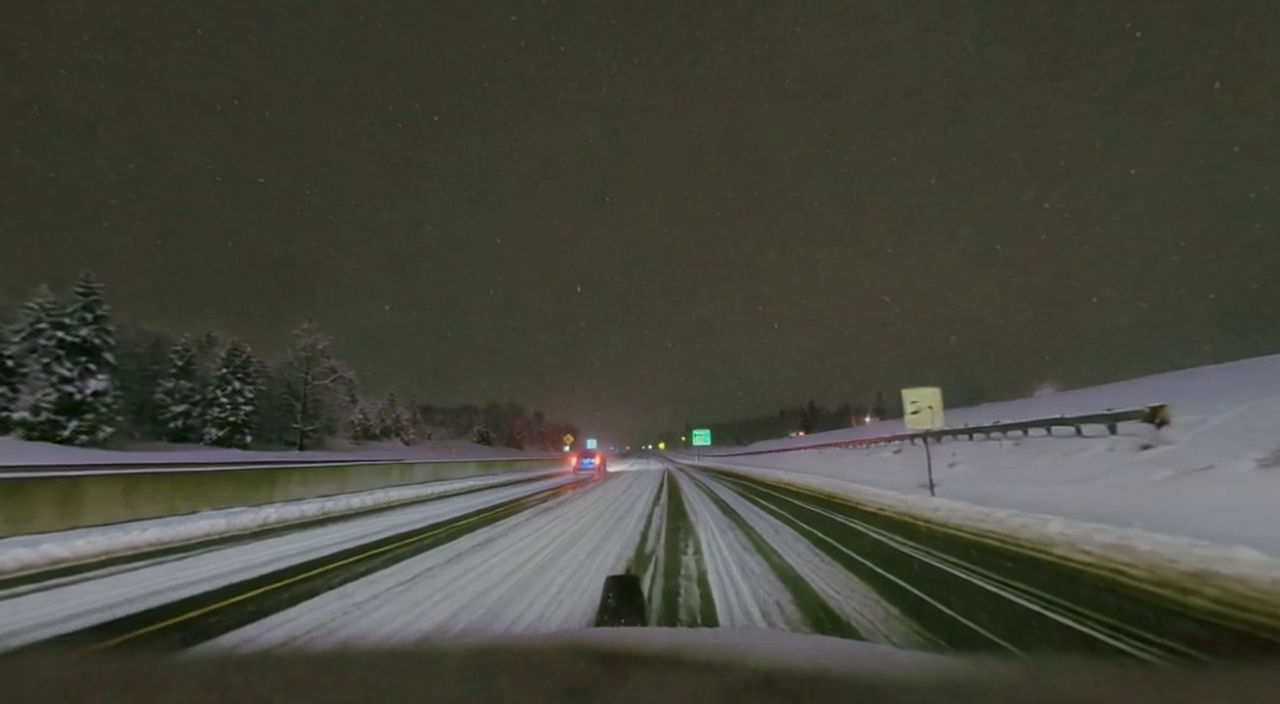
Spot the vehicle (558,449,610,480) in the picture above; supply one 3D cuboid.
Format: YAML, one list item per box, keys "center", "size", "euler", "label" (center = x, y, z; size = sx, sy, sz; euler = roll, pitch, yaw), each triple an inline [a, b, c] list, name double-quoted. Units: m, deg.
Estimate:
- center: [-3.045, 6.256, 35.407]
  size: [2.172, 1.587, 4.518]
  euler: [-1, -9, 4]
  label: "vehicle"
